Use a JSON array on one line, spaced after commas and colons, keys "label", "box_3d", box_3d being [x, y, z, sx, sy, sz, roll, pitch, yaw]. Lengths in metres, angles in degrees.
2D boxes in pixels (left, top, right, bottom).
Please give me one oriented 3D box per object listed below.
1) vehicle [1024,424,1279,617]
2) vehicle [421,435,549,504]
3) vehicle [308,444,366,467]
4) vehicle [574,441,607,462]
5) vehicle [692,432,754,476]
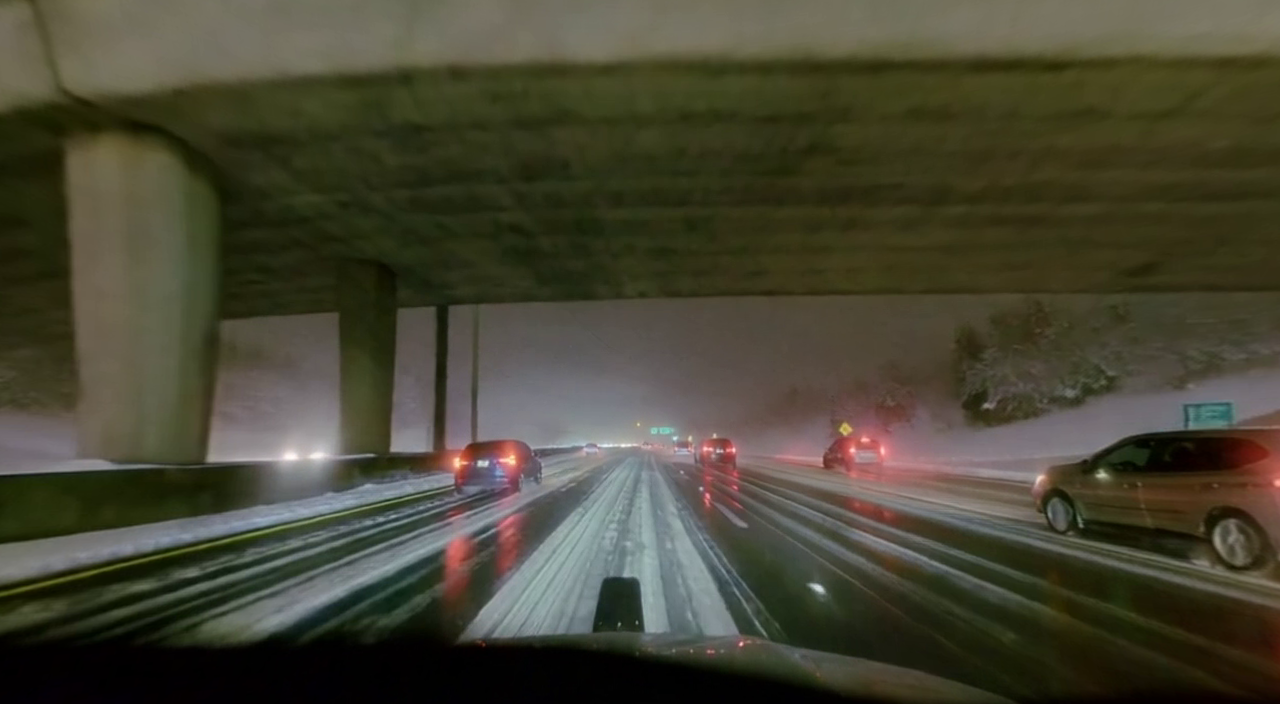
[{"label": "vehicle", "box_3d": [5.970, 1.470, 6.012, 1.989, 1.472, 4.322, 0, -8, 2]}, {"label": "vehicle", "box_3d": [-3.743, 2.926, 16.220, 1.997, 1.476, 4.703, 0, -8, 1]}, {"label": "vehicle", "box_3d": [-20.711, 7.098, 43.319, 1.938, 1.474, 4.445, 0, -8, -3]}, {"label": "vehicle", "box_3d": [-3.626, 7.398, 47.177, 2.047, 1.464, 4.387, 0, -8, 1]}, {"label": "vehicle", "box_3d": [3.503, 4.411, 27.460, 2.072, 1.761, 4.242, 0, -8, -1]}]
